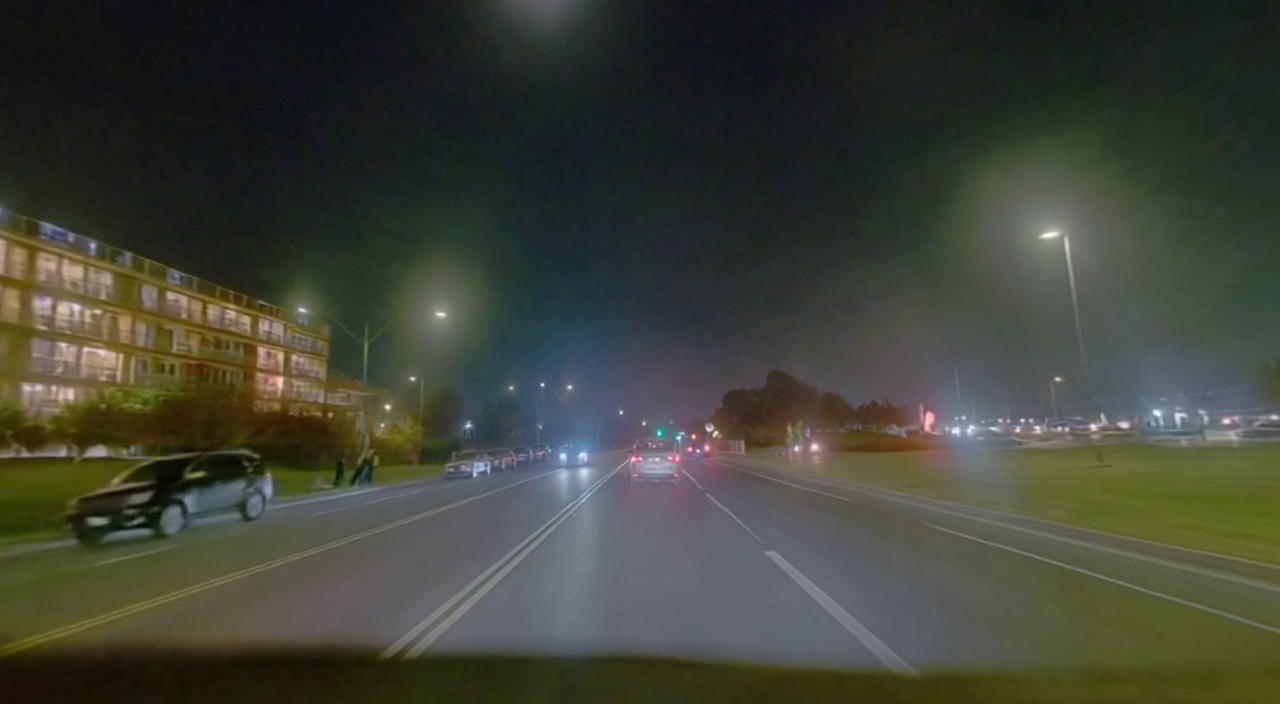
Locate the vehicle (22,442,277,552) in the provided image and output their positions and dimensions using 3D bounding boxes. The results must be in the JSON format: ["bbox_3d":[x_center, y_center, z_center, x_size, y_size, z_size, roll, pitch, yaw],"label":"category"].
[{"bbox_3d":[-10.289,2.986,13.829,2.032,1.833,4.465,-3,-8,0],"label":"vehicle"}]

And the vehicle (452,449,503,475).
[{"bbox_3d":[-10.167,6.910,39.762,1.839,1.474,4.694,-1,-9,1],"label":"vehicle"}]

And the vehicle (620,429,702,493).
[{"bbox_3d":[0.559,3.144,18.455,2.132,1.632,3.838,0,-9,0],"label":"vehicle"}]

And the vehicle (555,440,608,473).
[{"bbox_3d":[-2.753,5.077,30.742,2.104,1.455,4.199,-1,-9,1],"label":"vehicle"}]
